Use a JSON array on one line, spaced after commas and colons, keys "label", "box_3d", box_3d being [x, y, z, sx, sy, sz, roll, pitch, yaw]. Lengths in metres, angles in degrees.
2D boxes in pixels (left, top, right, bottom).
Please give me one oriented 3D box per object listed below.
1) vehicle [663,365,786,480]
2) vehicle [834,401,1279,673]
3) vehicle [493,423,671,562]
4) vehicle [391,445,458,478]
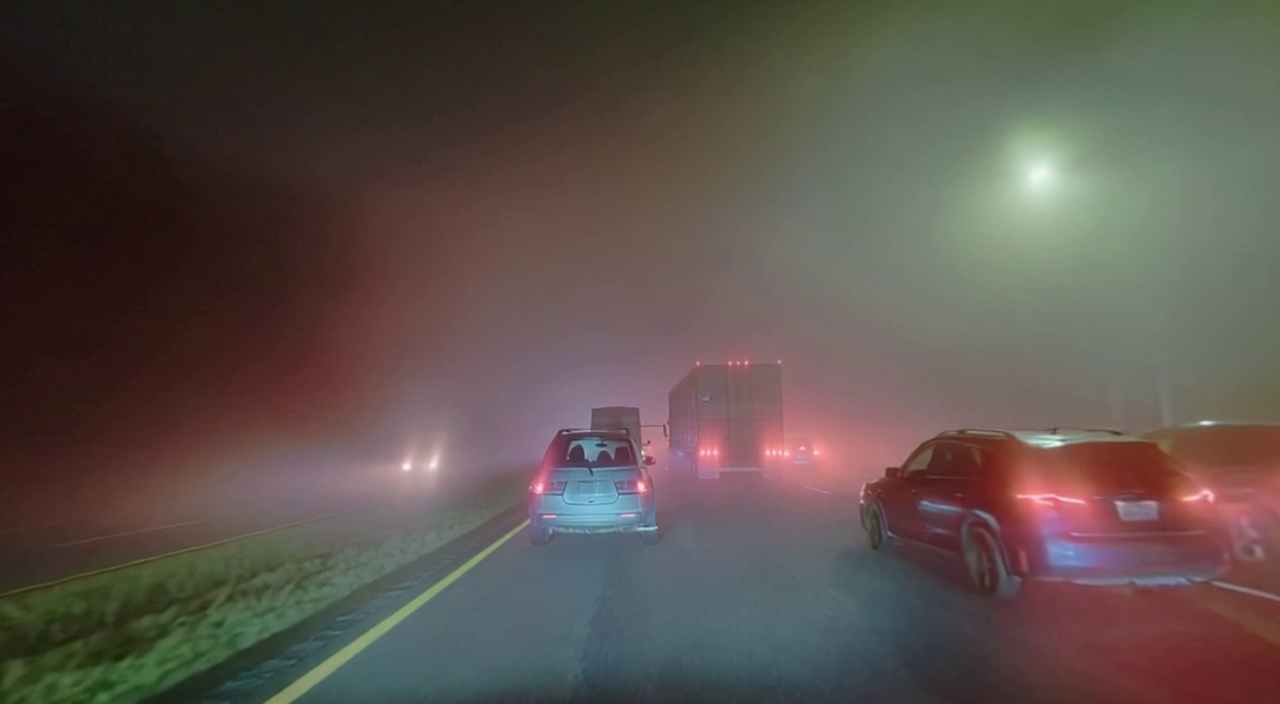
[{"label": "vehicle", "box_3d": [3.478, 3.805, 31.996, 3.591, 4.290, 16.696, 0, -8, -1]}, {"label": "vehicle", "box_3d": [3.584, 1.382, 5.959, 1.960, 1.515, 4.713, 0, -8, 0]}, {"label": "vehicle", "box_3d": [-0.706, 1.889, 9.212, 2.009, 1.554, 4.013, 0, -8, -1]}, {"label": "vehicle", "box_3d": [-11.526, 5.875, 33.956, 2.029, 1.617, 4.260, 0, -8, 1]}]
